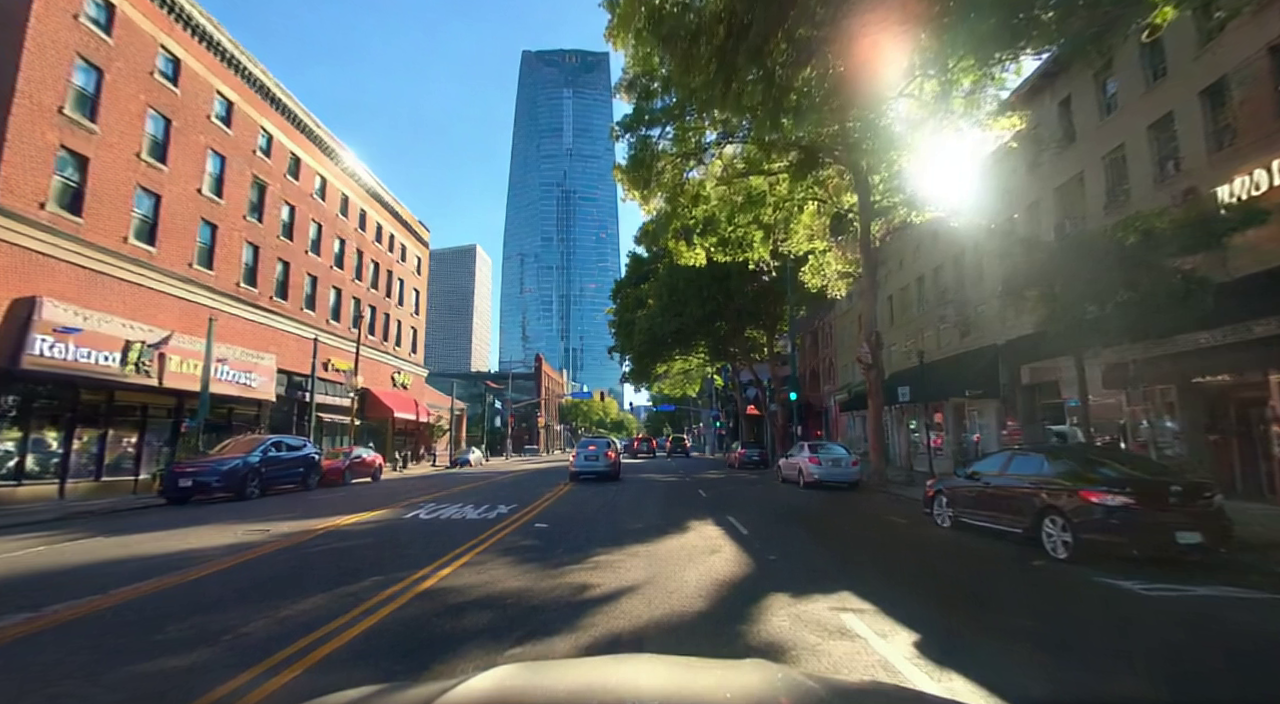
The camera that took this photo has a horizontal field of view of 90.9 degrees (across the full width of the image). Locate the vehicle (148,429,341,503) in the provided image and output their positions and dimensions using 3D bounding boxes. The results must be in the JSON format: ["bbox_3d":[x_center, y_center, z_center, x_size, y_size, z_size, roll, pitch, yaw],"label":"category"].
[{"bbox_3d":[-12.521,3.641,20.711,2.384,2.044,6.030,0,-8,1],"label":"vehicle"}]

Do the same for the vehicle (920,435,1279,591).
[{"bbox_3d":[5.847,1.943,8.581,1.961,1.533,4.473,0,-8,0],"label":"vehicle"}]

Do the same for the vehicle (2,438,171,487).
[{"bbox_3d":[-20.444,4.084,23.607,1.903,1.629,4.525,-1,-8,7],"label":"vehicle"}]

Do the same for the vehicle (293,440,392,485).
[{"bbox_3d":[-12.452,4.638,26.745,2.000,1.708,4.494,0,-8,0],"label":"vehicle"}]

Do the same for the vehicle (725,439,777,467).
[{"bbox_3d":[6.073,5.560,34.973,1.956,1.446,4.537,0,-8,-1],"label":"vehicle"}]

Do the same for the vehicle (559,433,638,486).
[{"bbox_3d":[-1.351,3.275,19.602,2.169,1.427,4.531,1,-8,-6],"label":"vehicle"}]

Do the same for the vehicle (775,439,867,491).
[{"bbox_3d":[5.872,3.683,20.924,1.986,1.555,3.879,0,-8,2],"label":"vehicle"}]
